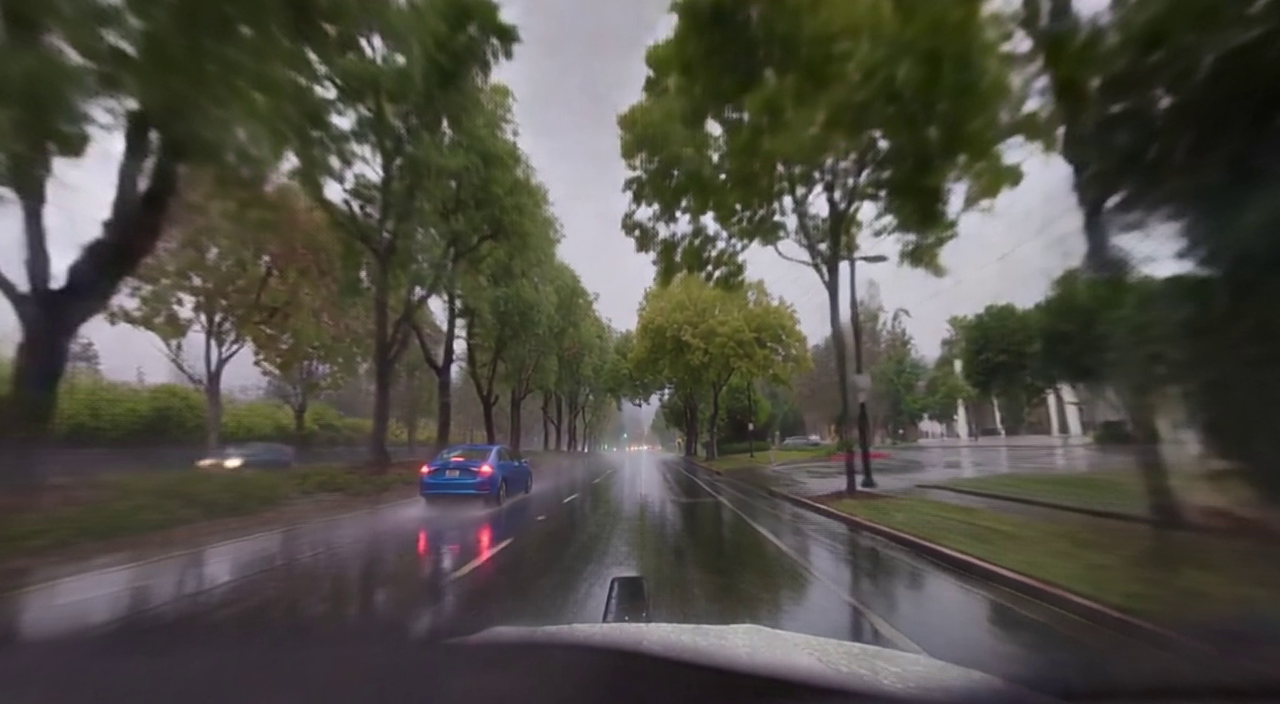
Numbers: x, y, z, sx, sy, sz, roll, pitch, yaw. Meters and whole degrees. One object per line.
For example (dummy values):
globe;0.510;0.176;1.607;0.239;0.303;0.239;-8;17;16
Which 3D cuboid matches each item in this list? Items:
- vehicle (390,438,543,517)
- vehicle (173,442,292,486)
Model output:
vehicle;-3.626;2.720;14.171;2.033;1.454;4.512;0;-9;2
vehicle;-17.736;4.872;27.756;2.016;1.742;4.660;0;-9;1
